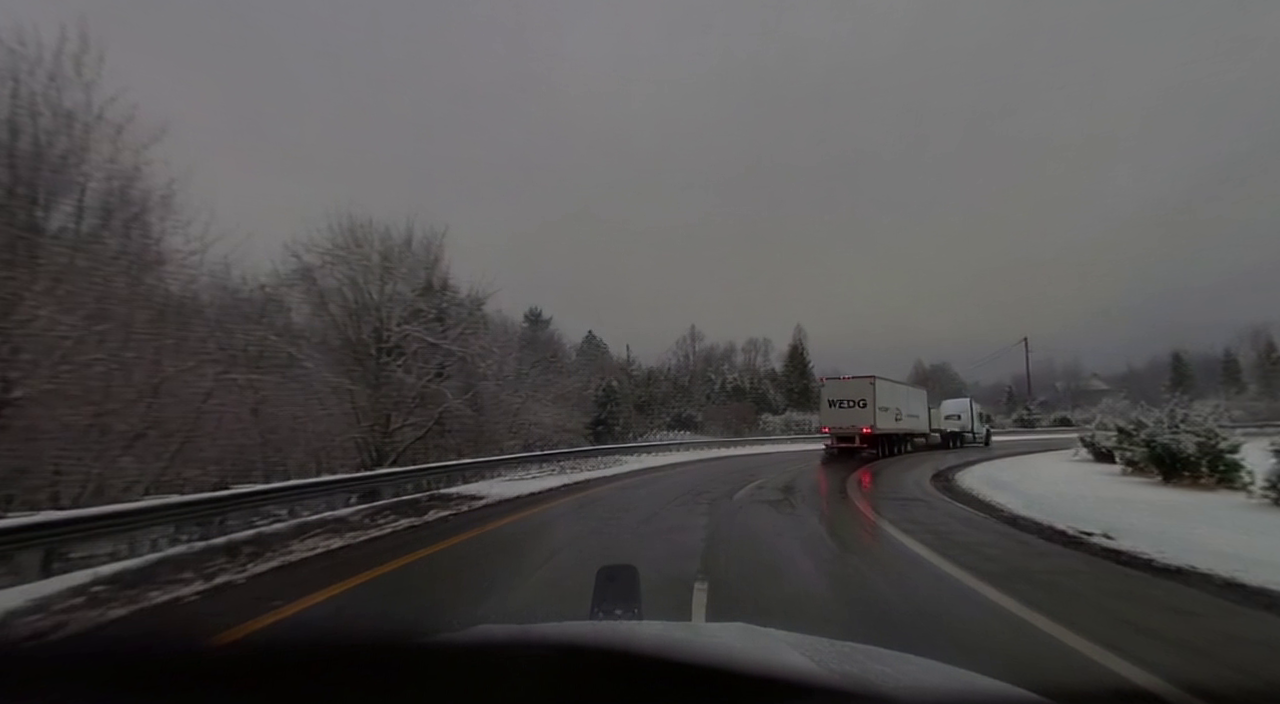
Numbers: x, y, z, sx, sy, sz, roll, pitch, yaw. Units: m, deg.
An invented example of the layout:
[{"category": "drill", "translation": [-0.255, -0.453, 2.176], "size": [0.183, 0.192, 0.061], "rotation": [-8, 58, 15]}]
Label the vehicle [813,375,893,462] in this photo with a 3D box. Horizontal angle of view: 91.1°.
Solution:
[{"category": "vehicle", "translation": [9.997, 3.164, 29.444], "size": [2.963, 3.771, 3.137], "rotation": [-4, -9, 27]}]

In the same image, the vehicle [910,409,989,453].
[{"category": "vehicle", "translation": [19.781, 5.060, 39.957], "size": [6.650, 2.524, 2.120], "rotation": [7, -10, -42]}]
